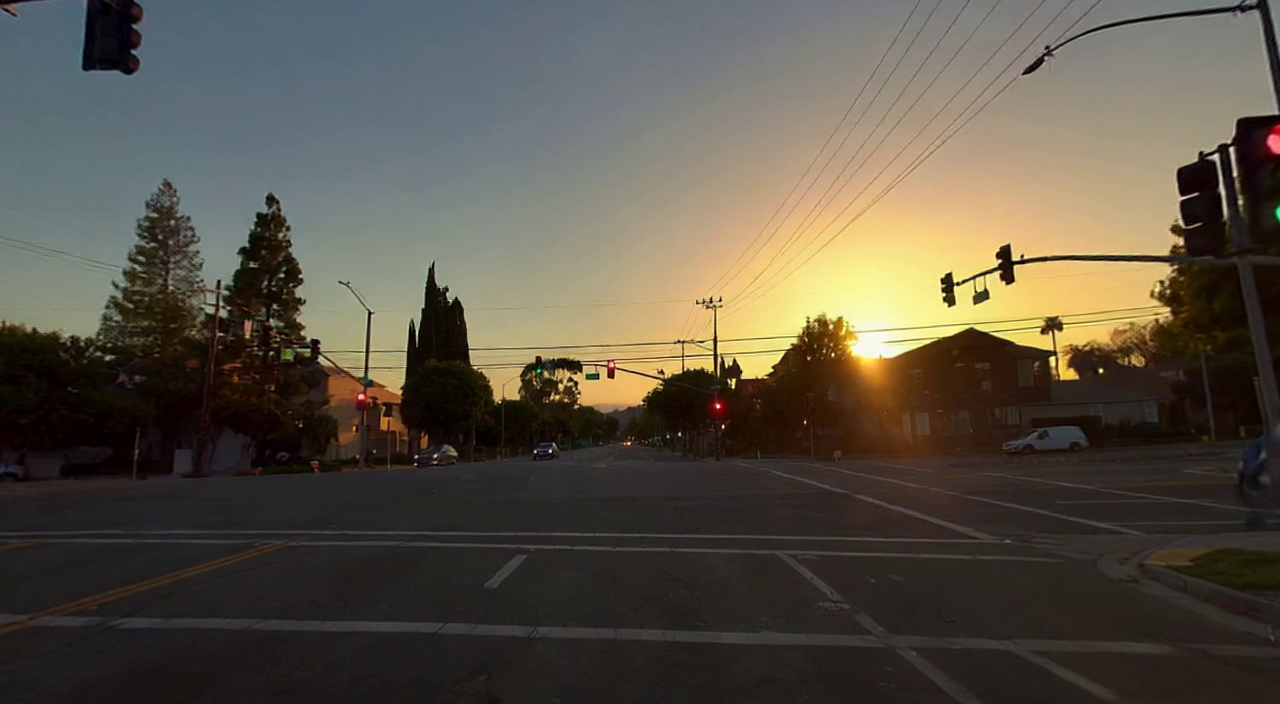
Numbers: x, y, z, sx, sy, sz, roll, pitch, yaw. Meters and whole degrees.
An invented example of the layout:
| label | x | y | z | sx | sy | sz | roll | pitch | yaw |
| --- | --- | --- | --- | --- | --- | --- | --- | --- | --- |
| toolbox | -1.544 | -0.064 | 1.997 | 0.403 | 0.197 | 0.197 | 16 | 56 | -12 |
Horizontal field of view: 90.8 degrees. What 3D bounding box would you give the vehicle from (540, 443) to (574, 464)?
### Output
| label | x | y | z | sx | sy | sz | roll | pitch | yaw |
| --- | --- | --- | --- | --- | --- | --- | --- | --- | --- |
| vehicle | -6.131 | 7.521 | 47.051 | 1.936 | 1.444 | 4.168 | 0 | -8 | 0 |
